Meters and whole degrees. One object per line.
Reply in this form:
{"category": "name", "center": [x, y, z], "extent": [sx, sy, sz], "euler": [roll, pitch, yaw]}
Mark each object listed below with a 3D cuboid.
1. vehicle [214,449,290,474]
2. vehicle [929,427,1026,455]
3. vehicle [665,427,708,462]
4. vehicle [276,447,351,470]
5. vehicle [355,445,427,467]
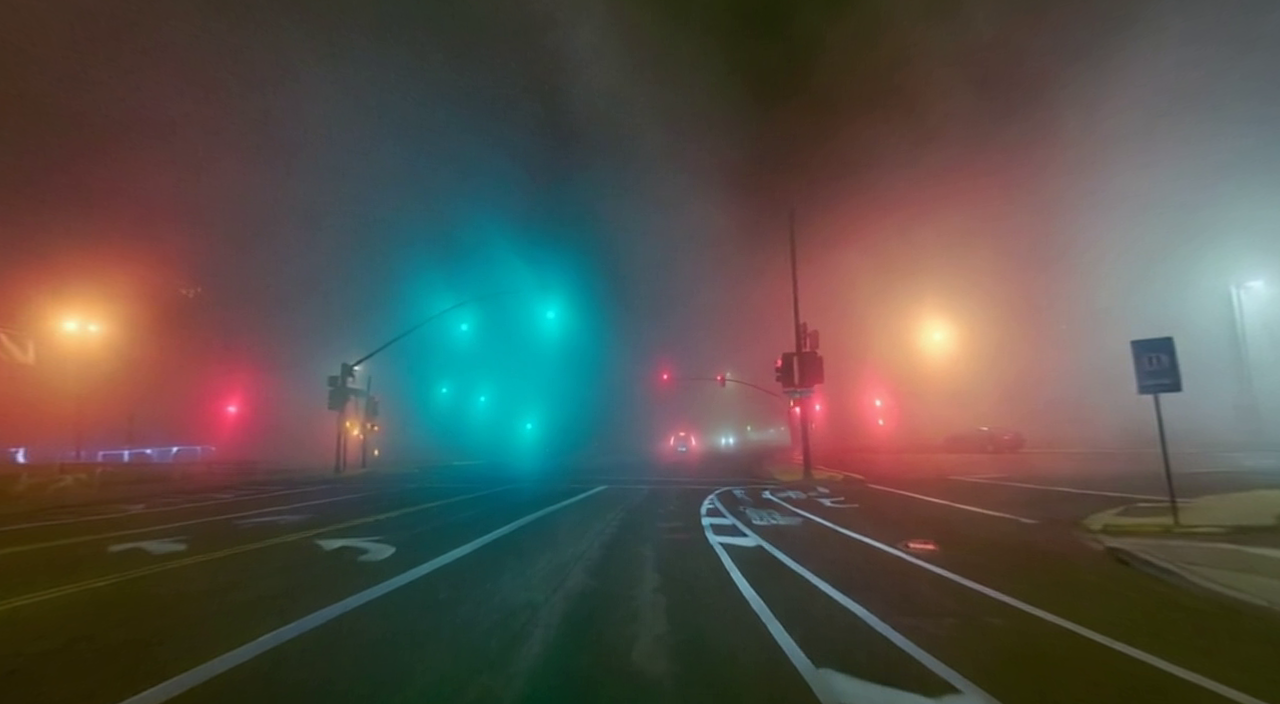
{"category": "vehicle", "center": [-25.658, 7.212, 41.781], "extent": [4.359, 1.508, 1.980], "euler": [-3, -9, 21]}
{"category": "vehicle", "center": [20.533, 5.445, 38.701], "extent": [4.952, 1.517, 1.997], "euler": [-5, -7, 22]}
{"category": "vehicle", "center": [2.707, 5.238, 35.782], "extent": [2.230, 1.827, 4.298], "euler": [-1, -8, 7]}
{"category": "vehicle", "center": [-22.544, 7.300, 43.561], "extent": [4.601, 1.521, 1.941], "euler": [-3, -9, 21]}
{"category": "vehicle", "center": [-17.979, 7.457, 45.566], "extent": [4.643, 1.485, 2.016], "euler": [-3, -9, 21]}
